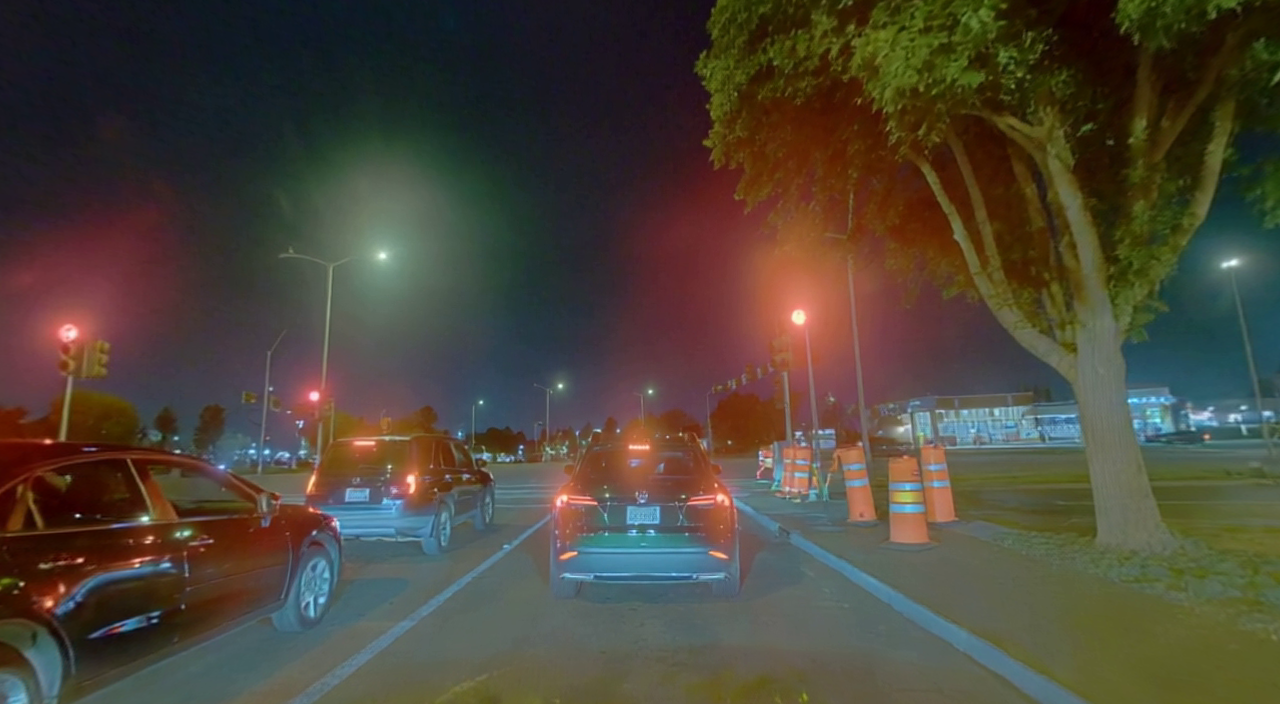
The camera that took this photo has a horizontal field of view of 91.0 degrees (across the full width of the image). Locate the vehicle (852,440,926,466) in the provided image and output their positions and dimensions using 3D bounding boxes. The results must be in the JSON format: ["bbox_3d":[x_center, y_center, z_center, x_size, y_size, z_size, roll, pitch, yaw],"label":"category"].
[{"bbox_3d":[16.074,6.513,40.790,4.051,1.583,1.794,0,-9,1],"label":"vehicle"}]

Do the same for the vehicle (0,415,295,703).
[{"bbox_3d":[-3.593,0.947,2.162,2.064,1.497,4.722,0,-9,1],"label":"vehicle"}]

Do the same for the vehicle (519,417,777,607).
[{"bbox_3d":[0.109,1.626,7.212,2.167,1.560,3.676,0,-9,1],"label":"vehicle"}]

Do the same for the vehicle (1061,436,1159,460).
[{"bbox_3d":[30.502,6.242,40.934,4.807,1.504,1.837,0,-9,1],"label":"vehicle"}]

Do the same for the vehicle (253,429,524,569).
[{"bbox_3d":[-3.264,2.004,9.450,1.989,1.541,4.626,0,-9,2],"label":"vehicle"}]
